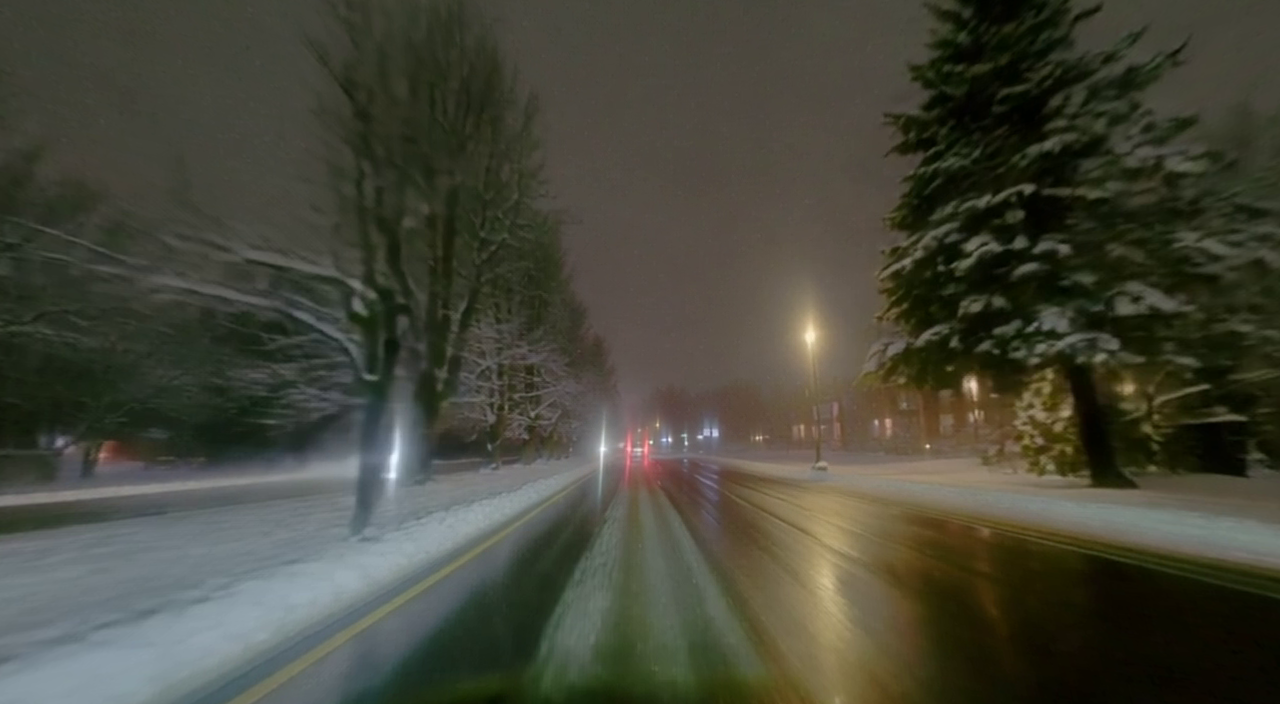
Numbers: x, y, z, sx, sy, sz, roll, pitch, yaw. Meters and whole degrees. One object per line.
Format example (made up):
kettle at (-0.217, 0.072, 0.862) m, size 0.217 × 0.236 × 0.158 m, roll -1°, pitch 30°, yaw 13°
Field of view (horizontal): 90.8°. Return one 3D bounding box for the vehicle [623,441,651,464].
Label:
vehicle at (-0.238, 7.513, 47.261) m, size 2.016 × 1.665 × 3.932 m, roll 0°, pitch -8°, yaw -1°

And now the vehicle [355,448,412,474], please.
vehicle at (-17.962, 7.638, 44.483) m, size 1.986 × 1.649 × 4.573 m, roll 0°, pitch -8°, yaw 1°
